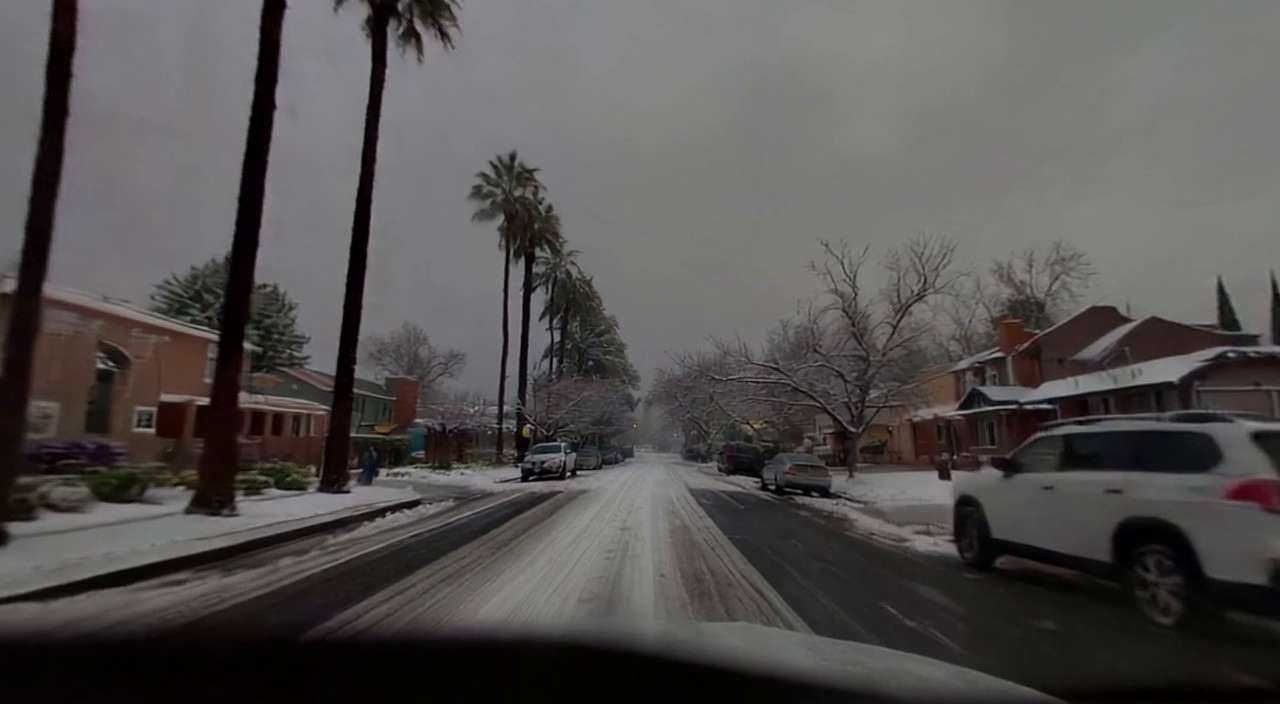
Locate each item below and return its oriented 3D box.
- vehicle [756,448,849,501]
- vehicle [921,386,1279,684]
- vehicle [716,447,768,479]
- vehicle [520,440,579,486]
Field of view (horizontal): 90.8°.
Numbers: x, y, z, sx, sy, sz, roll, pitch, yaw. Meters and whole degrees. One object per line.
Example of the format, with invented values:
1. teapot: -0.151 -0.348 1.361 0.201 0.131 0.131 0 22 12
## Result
1. vehicle: 5.298 4.028 21.222 2.056 1.464 4.493 2 -9 2
2. vehicle: 5.072 1.547 6.440 2.131 1.824 5.229 2 -9 1
3. vehicle: 5.318 5.826 33.538 1.991 1.554 4.501 0 -9 0
4. vehicle: -4.191 5.212 30.034 2.149 1.877 5.082 -2 -9 -1
